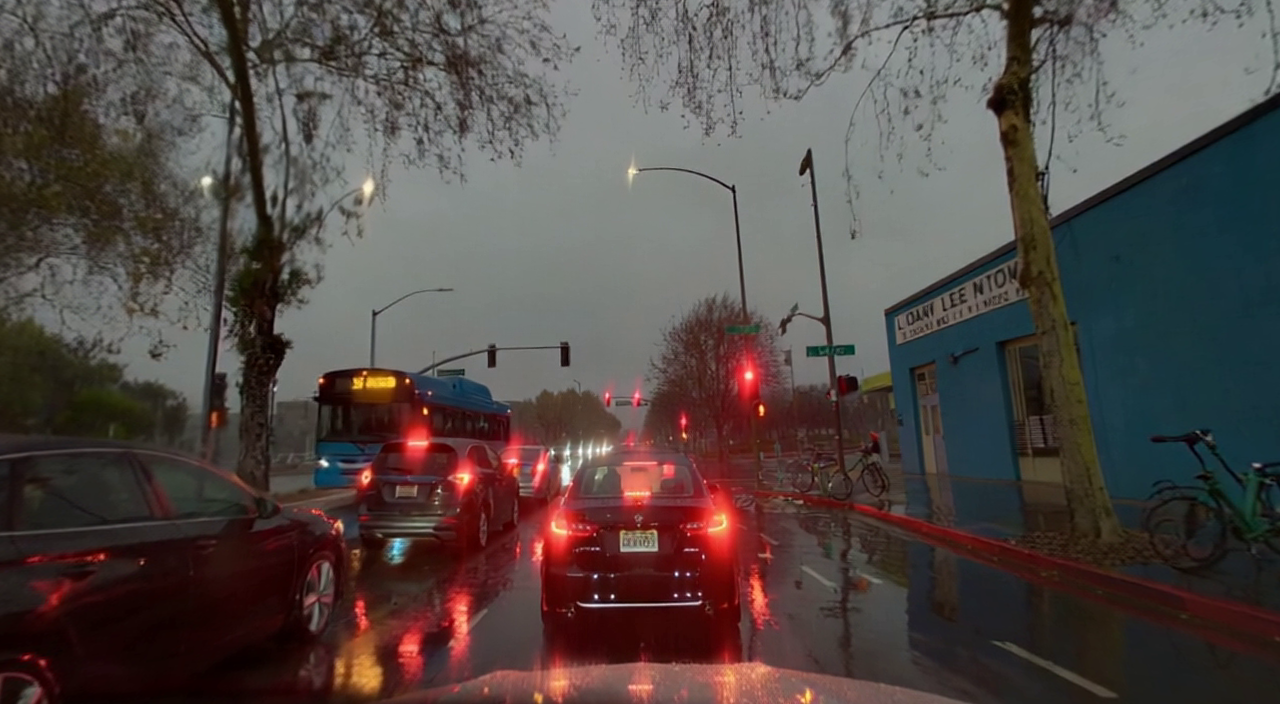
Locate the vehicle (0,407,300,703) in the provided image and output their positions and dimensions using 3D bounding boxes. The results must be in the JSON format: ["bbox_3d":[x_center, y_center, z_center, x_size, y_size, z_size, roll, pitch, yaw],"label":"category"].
[{"bbox_3d":[-3.164,0.870,1.702,1.867,1.486,4.452,0,-8,2],"label":"vehicle"}]

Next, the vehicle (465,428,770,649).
[{"bbox_3d":[-0.138,1.526,6.167,2.031,1.461,3.763,0,-8,0],"label":"vehicle"}]

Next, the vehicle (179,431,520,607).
[{"bbox_3d":[-2.912,1.752,7.634,1.944,1.481,4.385,0,-8,1],"label":"vehicle"}]
